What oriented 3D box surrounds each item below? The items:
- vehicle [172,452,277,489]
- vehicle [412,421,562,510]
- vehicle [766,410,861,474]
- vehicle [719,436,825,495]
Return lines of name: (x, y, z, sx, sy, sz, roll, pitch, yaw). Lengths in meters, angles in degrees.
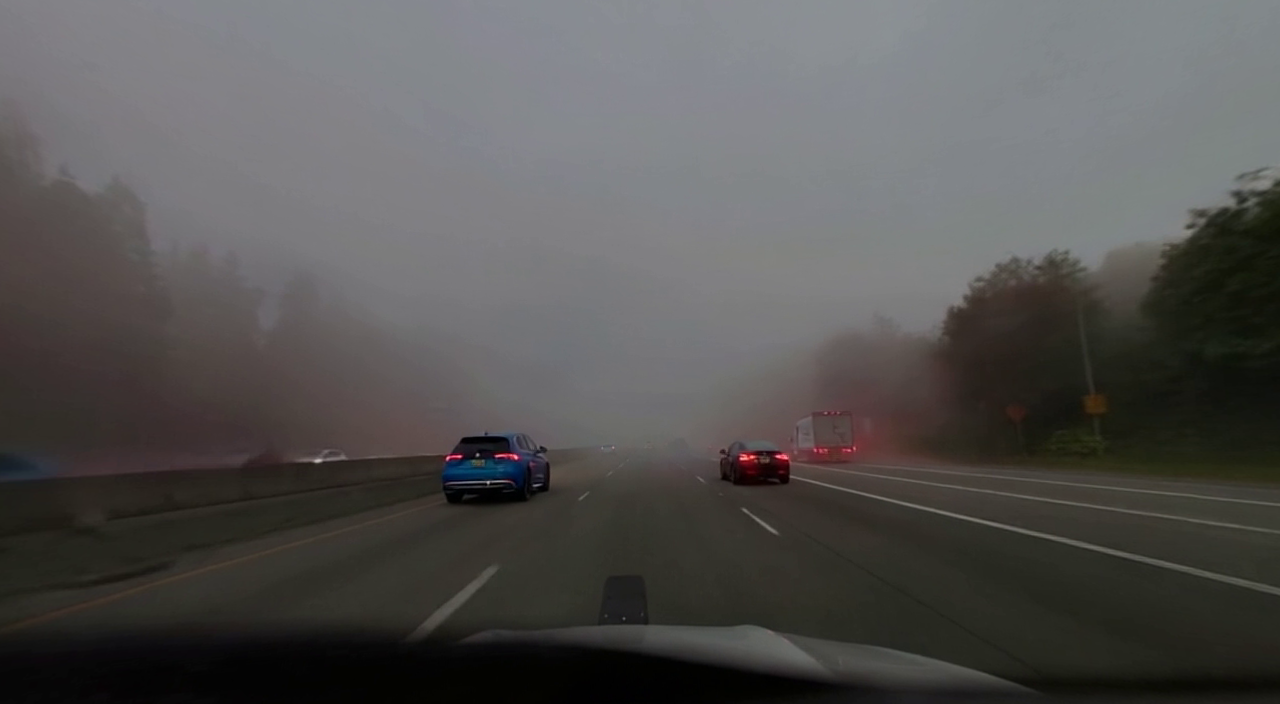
vehicle: (-19.380, 5.516, 29.703, 1.762, 1.542, 4.666, 0, -9, 0)
vehicle: (-3.432, 2.698, 15.418, 2.218, 1.764, 5.229, 0, -9, 2)
vehicle: (7.772, 4.141, 28.878, 2.729, 2.628, 4.875, 0, -9, -2)
vehicle: (3.709, 3.281, 18.655, 2.080, 1.493, 4.674, 0, -9, 0)
